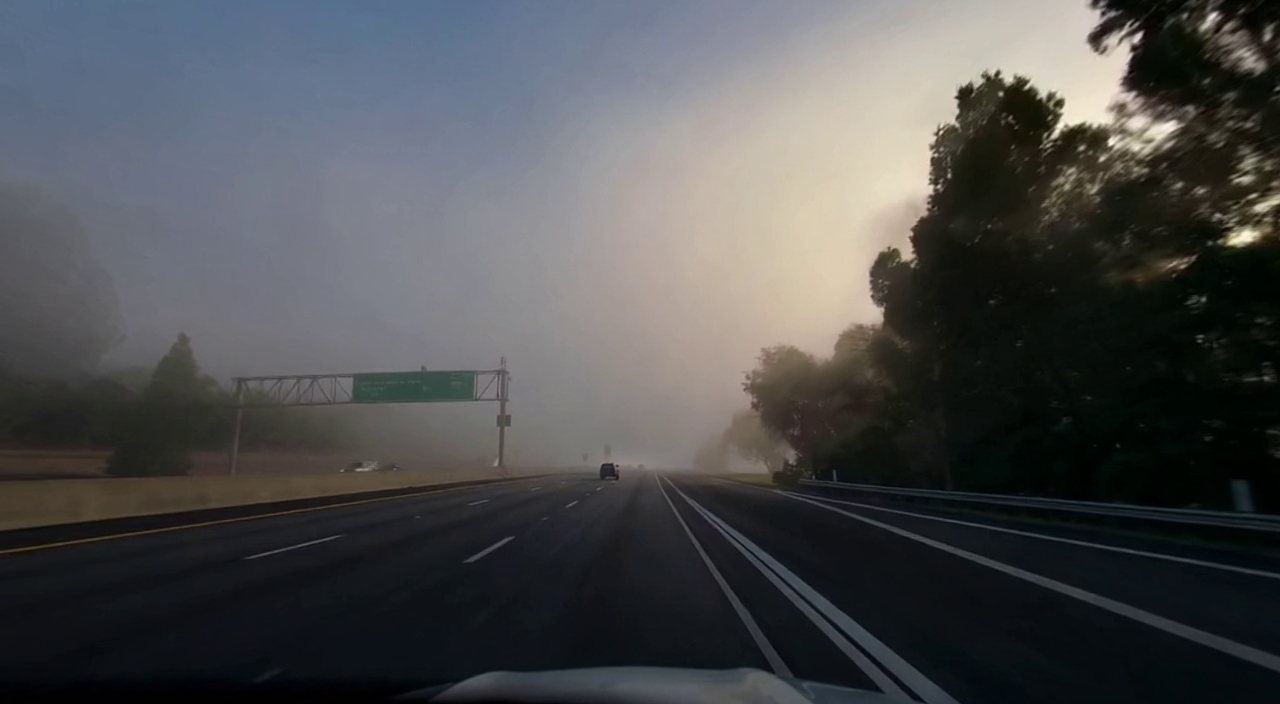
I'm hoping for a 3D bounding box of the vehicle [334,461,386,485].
[{"bbox_3d":[-22.056,9.549,49.832,1.906,1.774,4.441,0,-10,2],"label":"vehicle"}]
